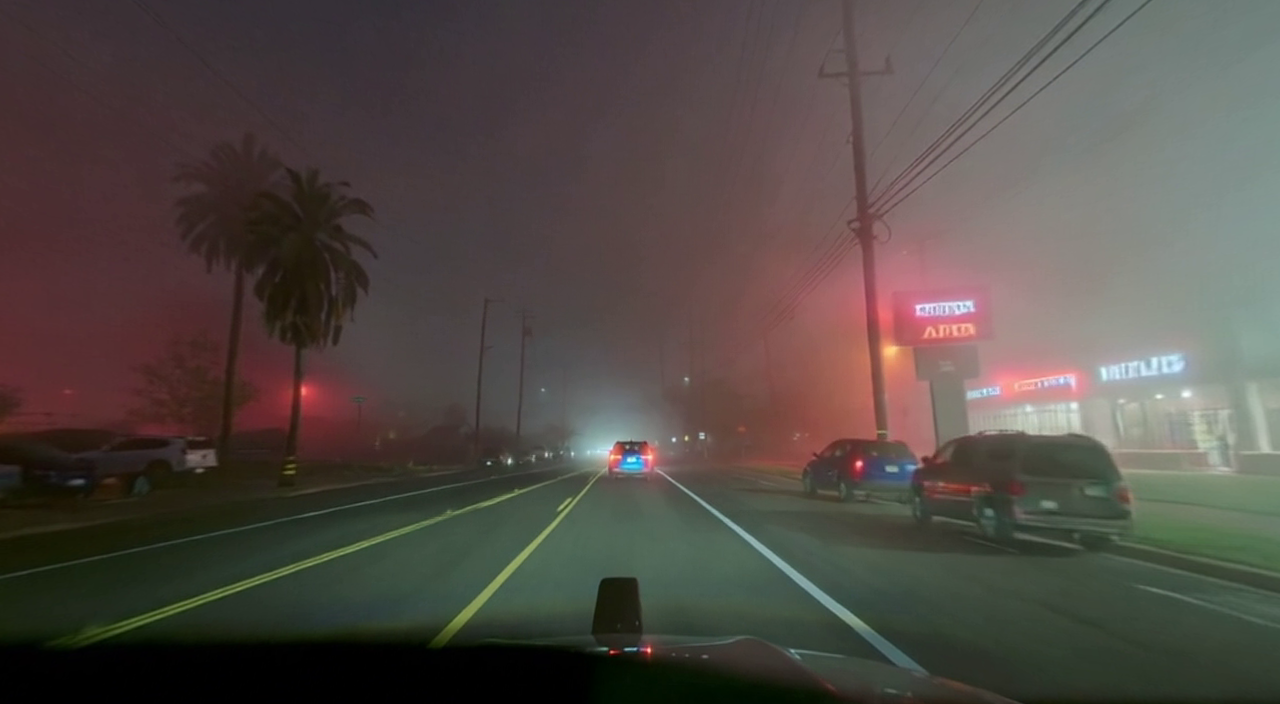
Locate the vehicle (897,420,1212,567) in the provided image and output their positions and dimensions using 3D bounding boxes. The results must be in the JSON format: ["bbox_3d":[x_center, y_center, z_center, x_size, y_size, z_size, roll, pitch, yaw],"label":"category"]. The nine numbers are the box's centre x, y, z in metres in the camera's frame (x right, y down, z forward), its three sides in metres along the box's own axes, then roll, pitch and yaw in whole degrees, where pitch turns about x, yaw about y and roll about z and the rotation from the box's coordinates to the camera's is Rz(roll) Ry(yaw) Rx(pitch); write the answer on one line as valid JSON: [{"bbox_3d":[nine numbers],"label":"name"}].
[{"bbox_3d":[6.042,2.084,10.049,1.945,1.791,4.460,0,-9,0],"label":"vehicle"}]

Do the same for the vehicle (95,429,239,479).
[{"bbox_3d":[-17.537,3.805,23.717,2.084,1.678,4.707,1,-9,-6],"label":"vehicle"}]

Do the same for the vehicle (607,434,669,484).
[{"bbox_3d":[-0.113,4.207,25.055,2.264,1.798,4.563,0,-9,-1],"label":"vehicle"}]

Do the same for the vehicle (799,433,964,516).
[{"bbox_3d":[5.965,3.075,16.444,2.153,1.801,5.163,0,-9,-1],"label":"vehicle"}]

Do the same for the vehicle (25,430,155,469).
[{"bbox_3d":[-22.842,4.076,26.402,1.829,1.492,4.487,1,-9,-8],"label":"vehicle"}]

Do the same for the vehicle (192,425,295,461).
[{"bbox_3d":[-20.838,4.769,33.195,1.911,1.762,4.127,-8,-11,43],"label":"vehicle"}]

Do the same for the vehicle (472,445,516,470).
[{"bbox_3d":[-10.404,7.533,45.168,2.075,1.693,4.696,0,-9,-1],"label":"vehicle"}]
